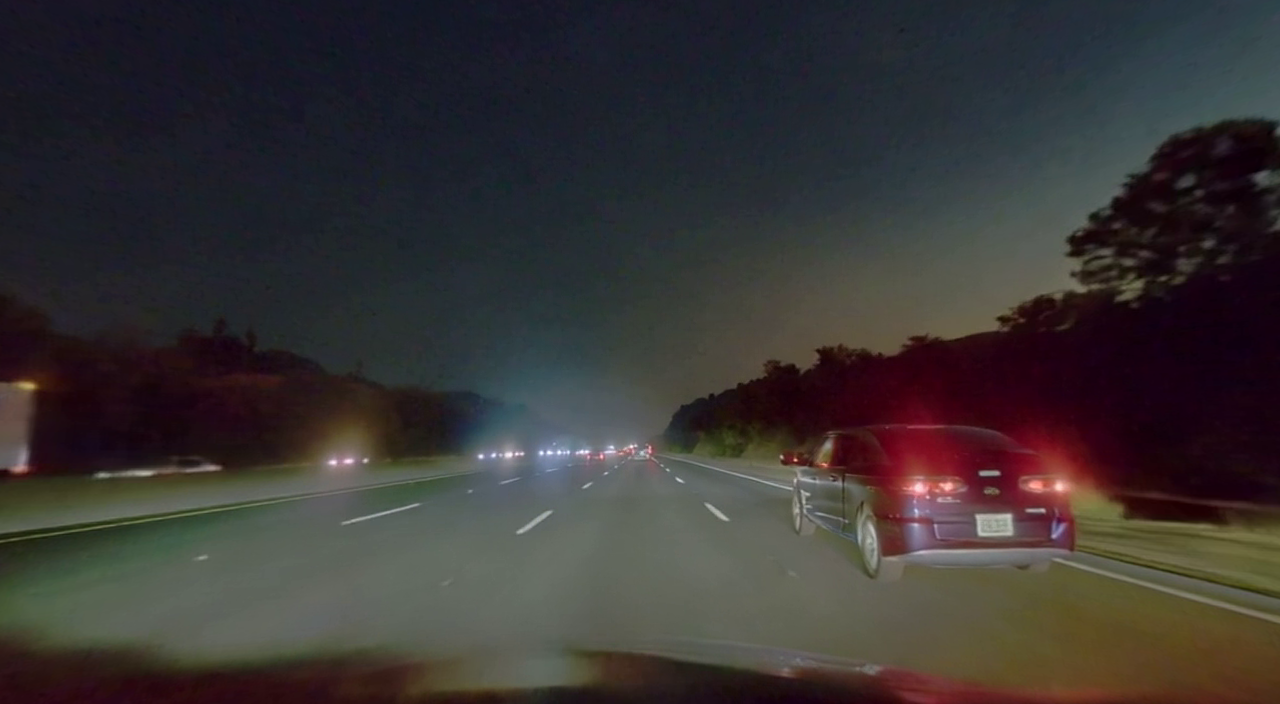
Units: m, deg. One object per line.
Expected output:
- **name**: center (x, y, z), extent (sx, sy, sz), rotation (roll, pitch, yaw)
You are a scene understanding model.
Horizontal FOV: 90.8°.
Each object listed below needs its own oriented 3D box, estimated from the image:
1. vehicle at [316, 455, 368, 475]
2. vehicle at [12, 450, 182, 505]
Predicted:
- **vehicle**: center (-22.802, 8.656, 48.469), extent (1.789, 1.452, 4.408), rotation (0, -9, 0)
- **vehicle**: center (-15.344, 3.522, 18.112), extent (1.720, 1.396, 3.502), rotation (0, -9, 0)
